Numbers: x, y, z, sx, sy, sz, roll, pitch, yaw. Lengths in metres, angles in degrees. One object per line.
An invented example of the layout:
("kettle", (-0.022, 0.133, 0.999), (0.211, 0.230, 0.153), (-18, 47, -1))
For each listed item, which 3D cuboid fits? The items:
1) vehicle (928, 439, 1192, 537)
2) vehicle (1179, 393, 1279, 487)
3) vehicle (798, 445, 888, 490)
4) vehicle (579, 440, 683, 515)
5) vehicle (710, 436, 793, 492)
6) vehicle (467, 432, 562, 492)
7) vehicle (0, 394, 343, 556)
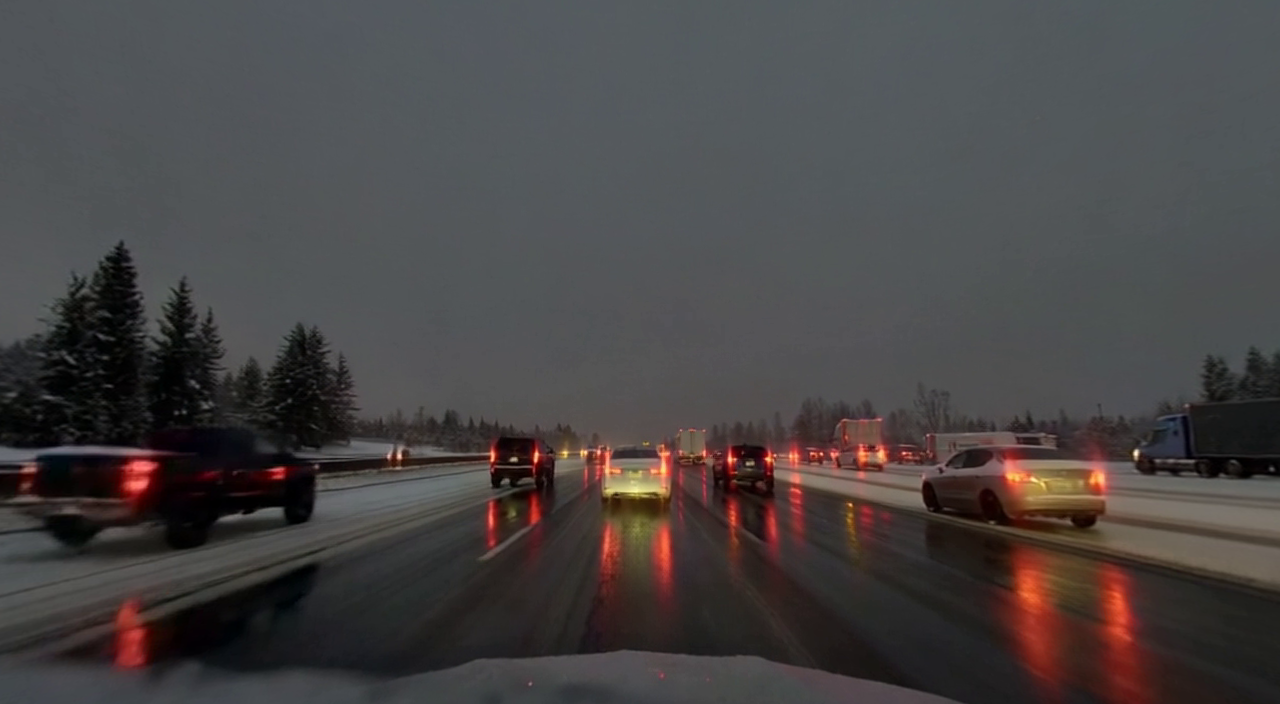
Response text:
("vehicle", (7.622, 2.485, 12.166), (2.021, 1.505, 4.480), (0, -9, 0))
("vehicle", (29.230, 3.779, 27.306), (2.957, 4.007, 8.656), (0, -9, -8))
("vehicle", (7.393, 4.216, 23.379), (1.942, 1.482, 4.250), (0, -9, 0))
("vehicle", (-0.151, 2.868, 14.905), (2.132, 1.499, 4.038), (0, -9, 1))
("vehicle", (3.610, 3.718, 21.165), (2.053, 1.666, 4.106), (0, -9, 0))
("vehicle", (-3.935, 3.555, 20.665), (2.079, 1.741, 4.436), (0, -9, 2))
("vehicle", (-7.950, 1.987, 10.926), (2.487, 1.986, 6.157), (0, -9, 1))
